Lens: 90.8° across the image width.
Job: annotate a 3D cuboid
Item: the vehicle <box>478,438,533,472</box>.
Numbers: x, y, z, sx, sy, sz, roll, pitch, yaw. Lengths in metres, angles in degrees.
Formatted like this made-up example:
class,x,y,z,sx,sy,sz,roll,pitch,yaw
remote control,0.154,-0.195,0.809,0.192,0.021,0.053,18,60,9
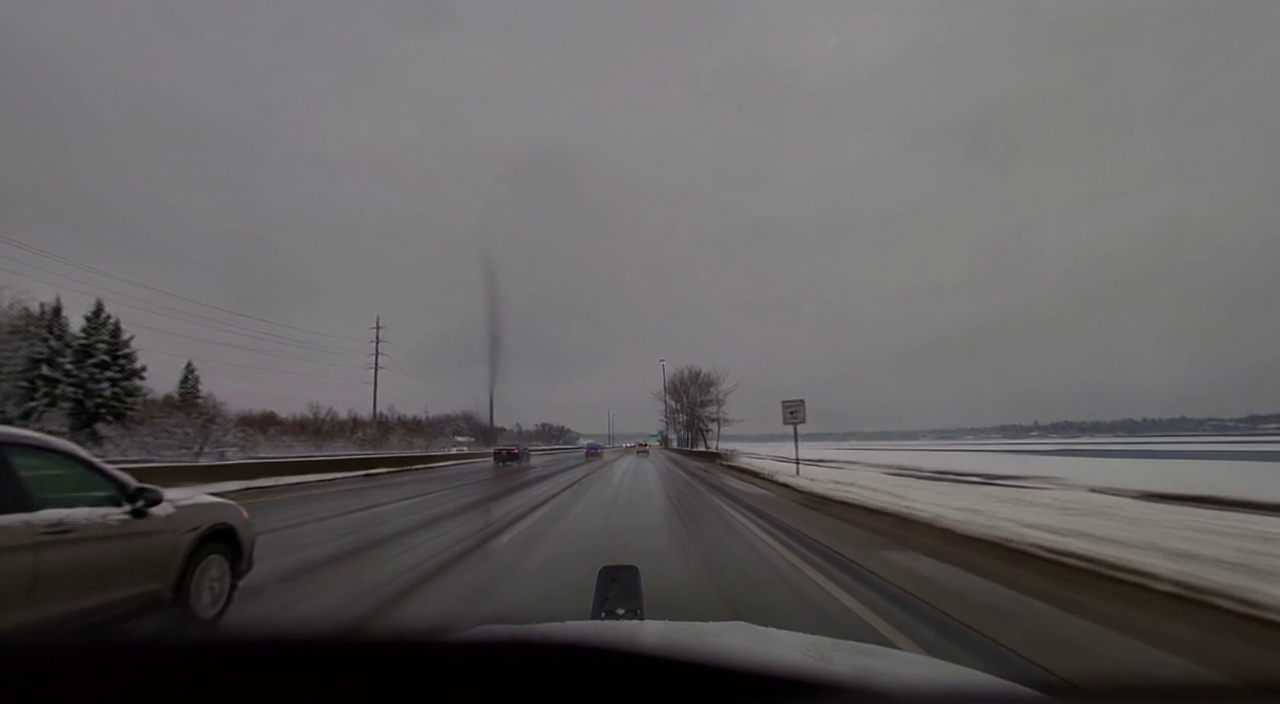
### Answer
class,x,y,z,sx,sy,sz,roll,pitch,yaw
vehicle,-7.459,5.751,35.465,2.050,1.717,4.418,0,-8,1

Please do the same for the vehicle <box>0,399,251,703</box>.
class,x,y,z,sx,sy,sz,roll,pitch,yaw
vehicle,-3.645,0.858,1.948,2.015,1.501,4.454,0,-8,0

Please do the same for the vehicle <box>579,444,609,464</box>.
class,x,y,z,sx,sy,sz,roll,pitch,yaw
vehicle,-3.475,7.792,48.377,1.957,1.494,4.207,0,-8,1
